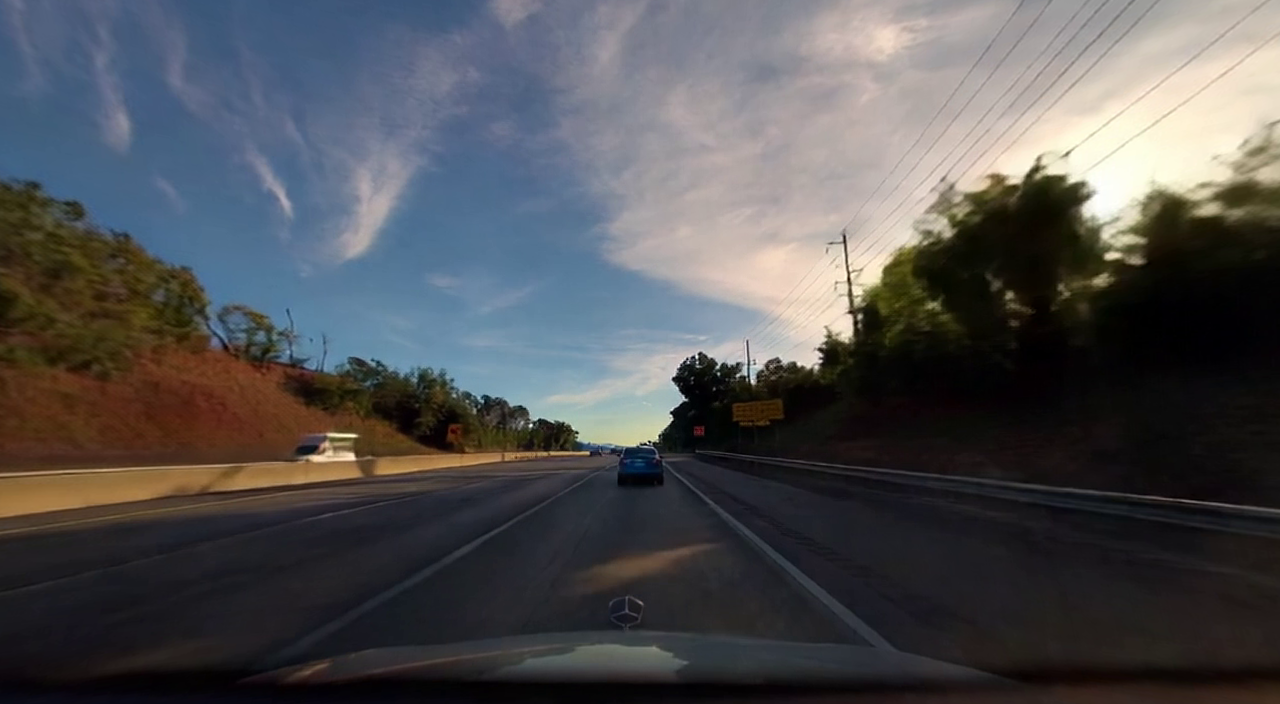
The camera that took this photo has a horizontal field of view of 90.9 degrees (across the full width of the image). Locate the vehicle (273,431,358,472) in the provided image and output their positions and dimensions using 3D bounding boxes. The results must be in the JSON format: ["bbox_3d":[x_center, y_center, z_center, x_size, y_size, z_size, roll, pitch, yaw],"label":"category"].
[{"bbox_3d":[-20.080,6.212,39.371,2.171,2.310,5.769,0,-9,1],"label":"vehicle"}]

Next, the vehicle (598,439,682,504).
[{"bbox_3d":[-0.039,3.118,16.868,1.966,1.499,4.298,0,-9,-1],"label":"vehicle"}]
